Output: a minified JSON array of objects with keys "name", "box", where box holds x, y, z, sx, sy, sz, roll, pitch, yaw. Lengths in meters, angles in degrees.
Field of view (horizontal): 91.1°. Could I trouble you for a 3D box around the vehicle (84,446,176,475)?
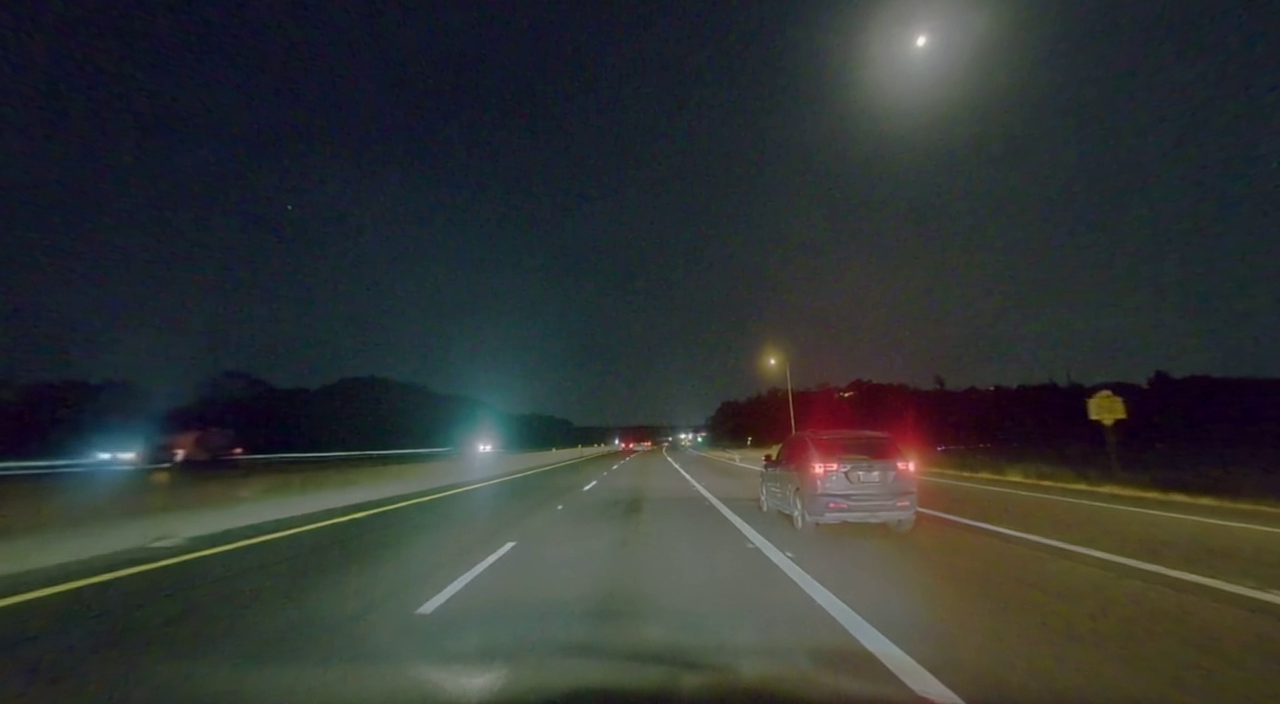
[{"name":"vehicle","box":[-31.709,6.728,39.207,1.904,1.716,4.413,-1,-8,1]}]
